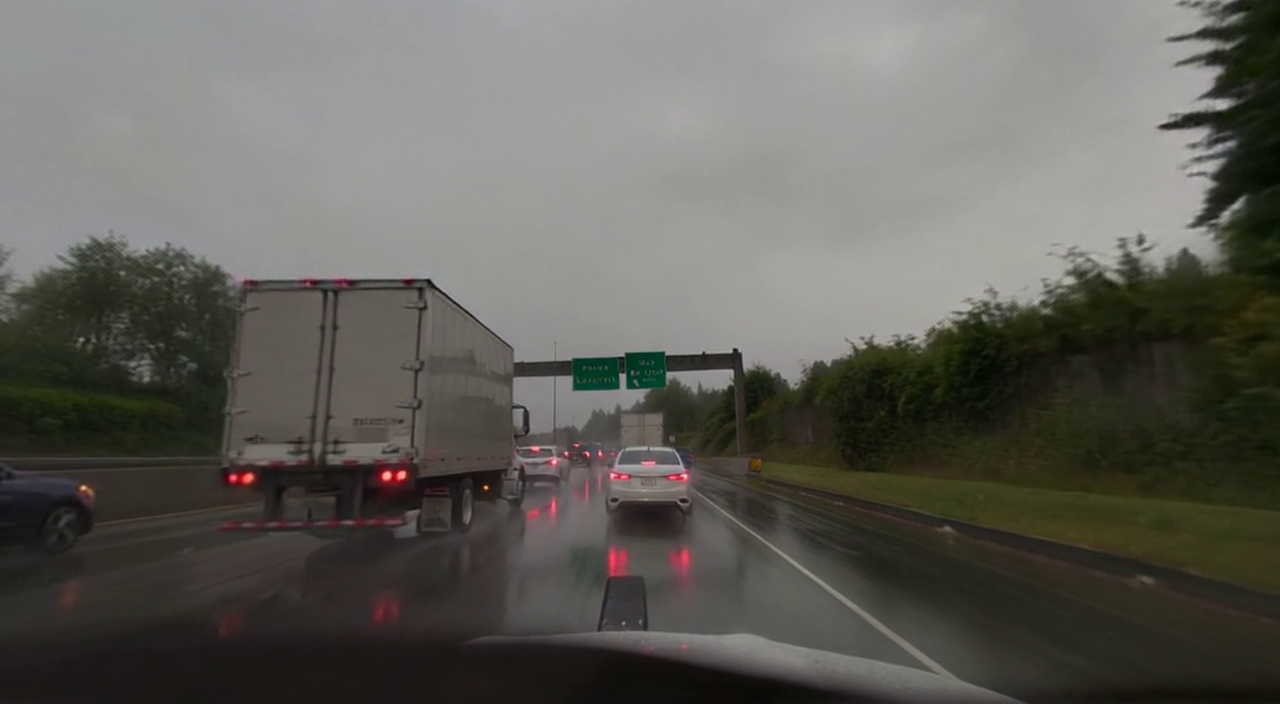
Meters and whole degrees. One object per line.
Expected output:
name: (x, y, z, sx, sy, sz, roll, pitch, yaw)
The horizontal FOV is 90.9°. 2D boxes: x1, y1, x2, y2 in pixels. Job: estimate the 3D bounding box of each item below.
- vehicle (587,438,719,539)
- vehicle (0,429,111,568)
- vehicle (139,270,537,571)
vehicle: (0.195, 2.340, 11.297, 1.995, 1.495, 3.380, 0, -9, 0)
vehicle: (-7.864, 1.458, 5.962, 1.824, 1.489, 4.422, 0, -9, 1)
vehicle: (-3.886, 1.307, 10.801, 2.832, 3.293, 7.782, 0, -9, 1)
